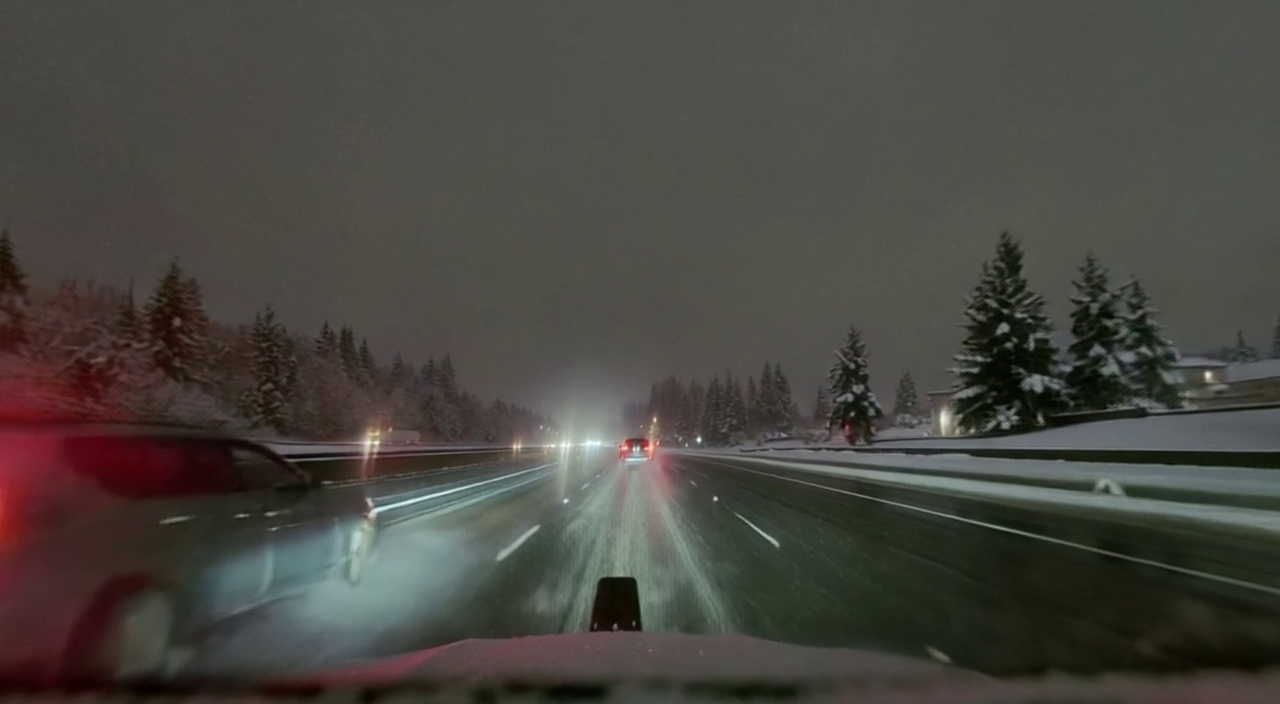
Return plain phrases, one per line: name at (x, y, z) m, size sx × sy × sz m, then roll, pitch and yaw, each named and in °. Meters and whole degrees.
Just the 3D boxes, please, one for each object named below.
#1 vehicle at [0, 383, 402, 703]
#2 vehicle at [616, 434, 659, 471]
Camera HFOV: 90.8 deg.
vehicle at (-3.440, 1.118, 3.751) m, size 2.140 × 1.574 × 4.946 m, roll 0°, pitch -8°, yaw 0°
vehicle at (-0.137, 5.682, 35.943) m, size 2.269 × 1.924 × 4.596 m, roll 0°, pitch -8°, yaw 0°
